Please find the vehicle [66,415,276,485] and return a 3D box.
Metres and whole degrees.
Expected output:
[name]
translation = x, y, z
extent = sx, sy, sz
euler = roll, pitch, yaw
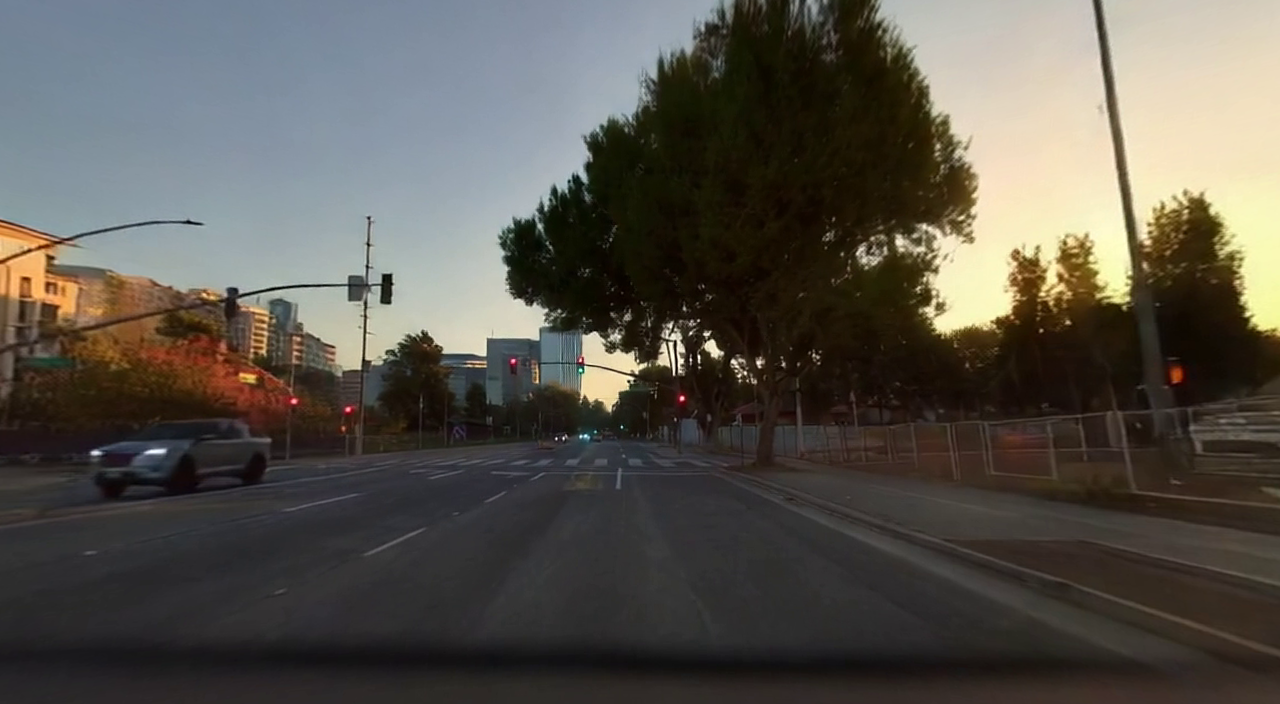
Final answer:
[vehicle]
translation = -14.650, 3.141, 20.354
extent = 2.437, 1.910, 5.780
euler = 0, -9, -2
